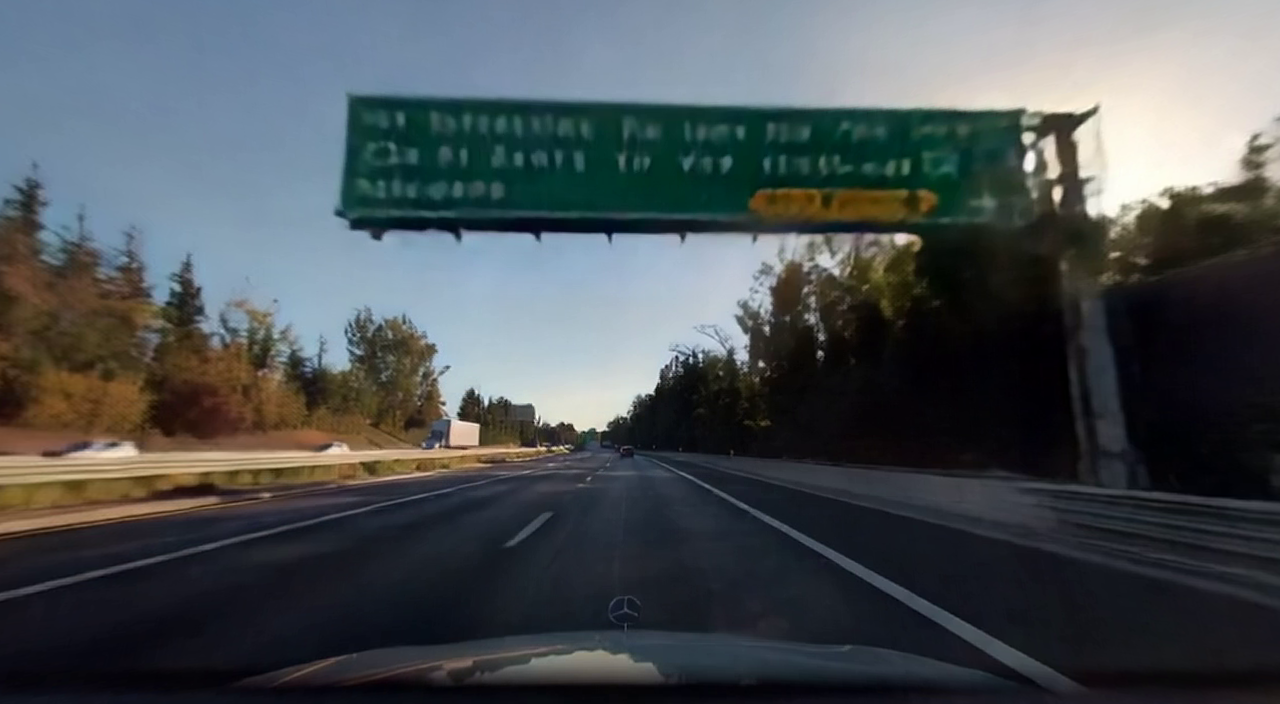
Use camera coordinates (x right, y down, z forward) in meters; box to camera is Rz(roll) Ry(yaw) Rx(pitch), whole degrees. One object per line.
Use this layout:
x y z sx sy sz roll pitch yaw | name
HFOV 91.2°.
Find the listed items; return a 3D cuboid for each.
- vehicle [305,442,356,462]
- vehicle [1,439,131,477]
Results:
-24.488 7.911 49.827 1.808 1.515 4.455 0 -8 -1 | vehicle
-24.095 4.449 26.560 1.763 1.487 3.926 0 -8 0 | vehicle
